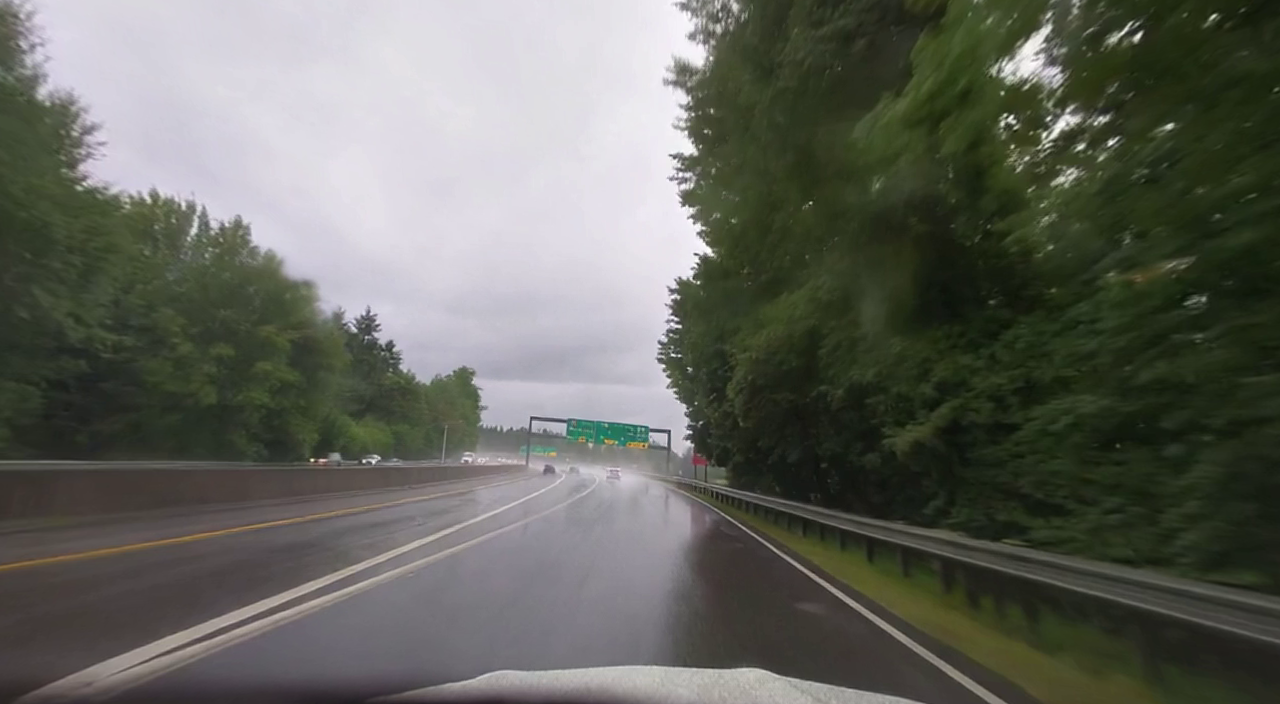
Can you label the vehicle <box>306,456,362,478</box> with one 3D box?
[{"bbox_3d":[-22.390,8.446,46.267,2.041,1.494,4.669,1,-11,-4],"label":"vehicle"}]
